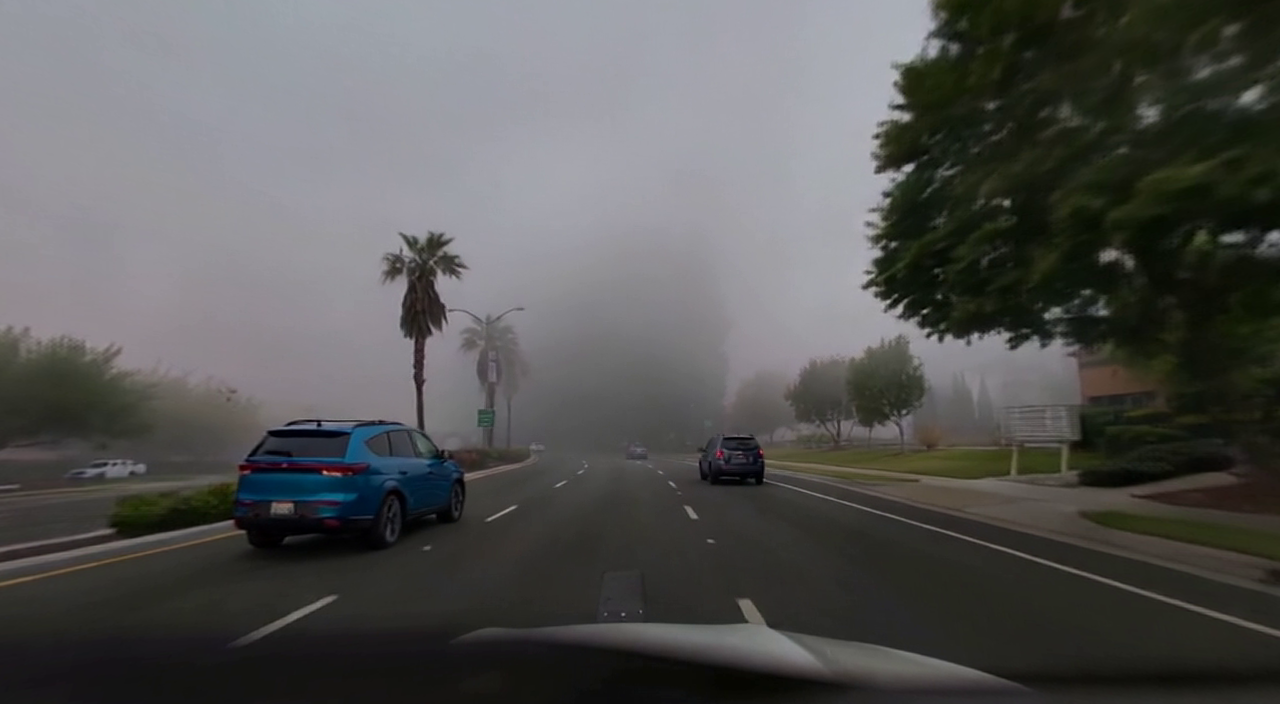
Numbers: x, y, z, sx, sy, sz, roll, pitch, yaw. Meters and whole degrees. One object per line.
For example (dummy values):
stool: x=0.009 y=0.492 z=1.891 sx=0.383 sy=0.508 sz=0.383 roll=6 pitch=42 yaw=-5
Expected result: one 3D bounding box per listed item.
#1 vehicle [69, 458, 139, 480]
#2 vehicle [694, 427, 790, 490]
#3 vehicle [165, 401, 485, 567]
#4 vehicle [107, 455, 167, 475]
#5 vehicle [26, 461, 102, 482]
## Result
vehicle: x=-37.879 y=8.263 z=44.401 sx=3.430 sy=1.341 sz=1.611 roll=-1 pitch=-9 yaw=-2
vehicle: x=3.194 y=3.468 z=20.737 sx=2.195 sy=1.804 sz=4.658 roll=0 pitch=-8 yaw=-3
vehicle: x=-3.991 y=1.776 z=9.233 sx=2.150 sy=1.768 sz=4.868 roll=0 pitch=-8 yaw=0
vehicle: x=-39.624 y=8.890 z=49.522 sx=3.285 sy=1.351 sz=1.575 roll=-1 pitch=-9 yaw=-8
vehicle: x=-38.184 y=7.924 z=41.652 sx=3.336 sy=1.332 sz=1.631 roll=0 pitch=-8 yaw=0
